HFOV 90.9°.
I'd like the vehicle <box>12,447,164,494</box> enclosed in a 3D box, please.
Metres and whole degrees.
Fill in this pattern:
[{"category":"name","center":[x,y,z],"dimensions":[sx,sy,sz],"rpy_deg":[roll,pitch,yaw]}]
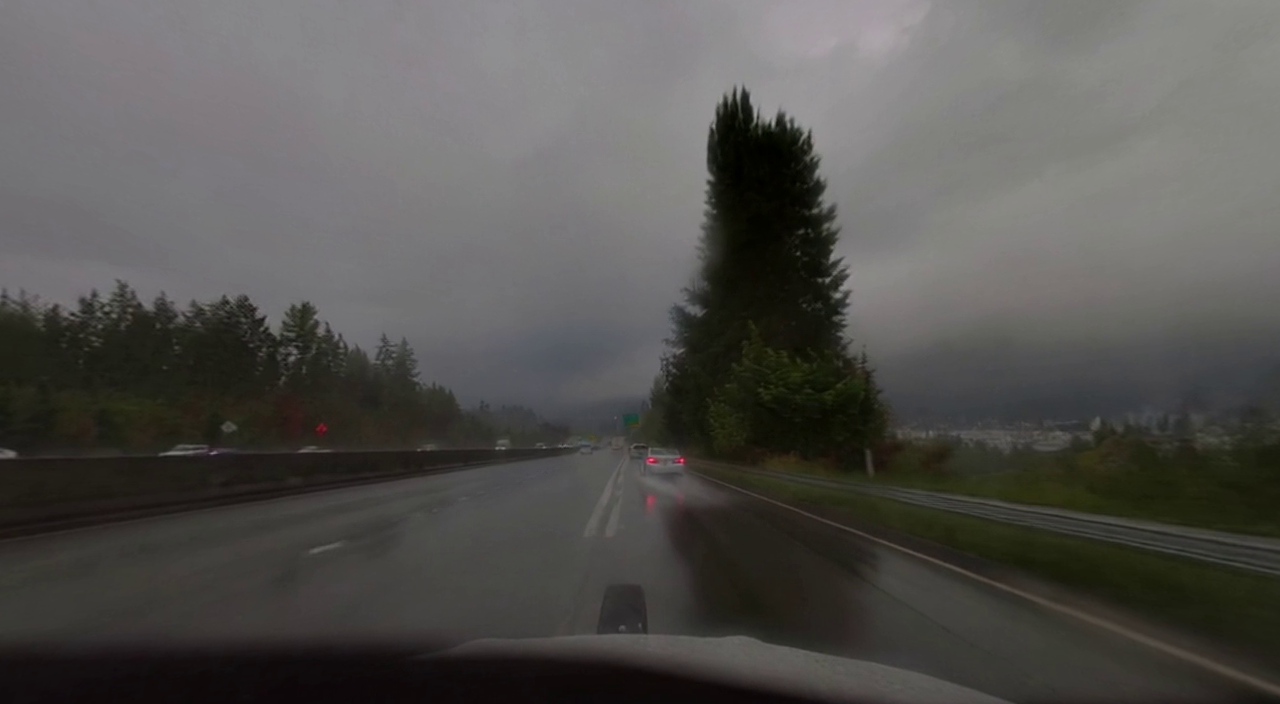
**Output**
[{"category":"vehicle","center":[-19.535,4.183,22.571],"dimensions":[1.832,1.520,4.003],"rpy_deg":[0,-9,-1]}]

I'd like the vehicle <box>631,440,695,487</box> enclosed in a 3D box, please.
[{"category":"vehicle","center":[0.684,3.798,21.664],"dimensions":[1.960,1.456,3.818],"rpy_deg":[0,-9,-2]}]
